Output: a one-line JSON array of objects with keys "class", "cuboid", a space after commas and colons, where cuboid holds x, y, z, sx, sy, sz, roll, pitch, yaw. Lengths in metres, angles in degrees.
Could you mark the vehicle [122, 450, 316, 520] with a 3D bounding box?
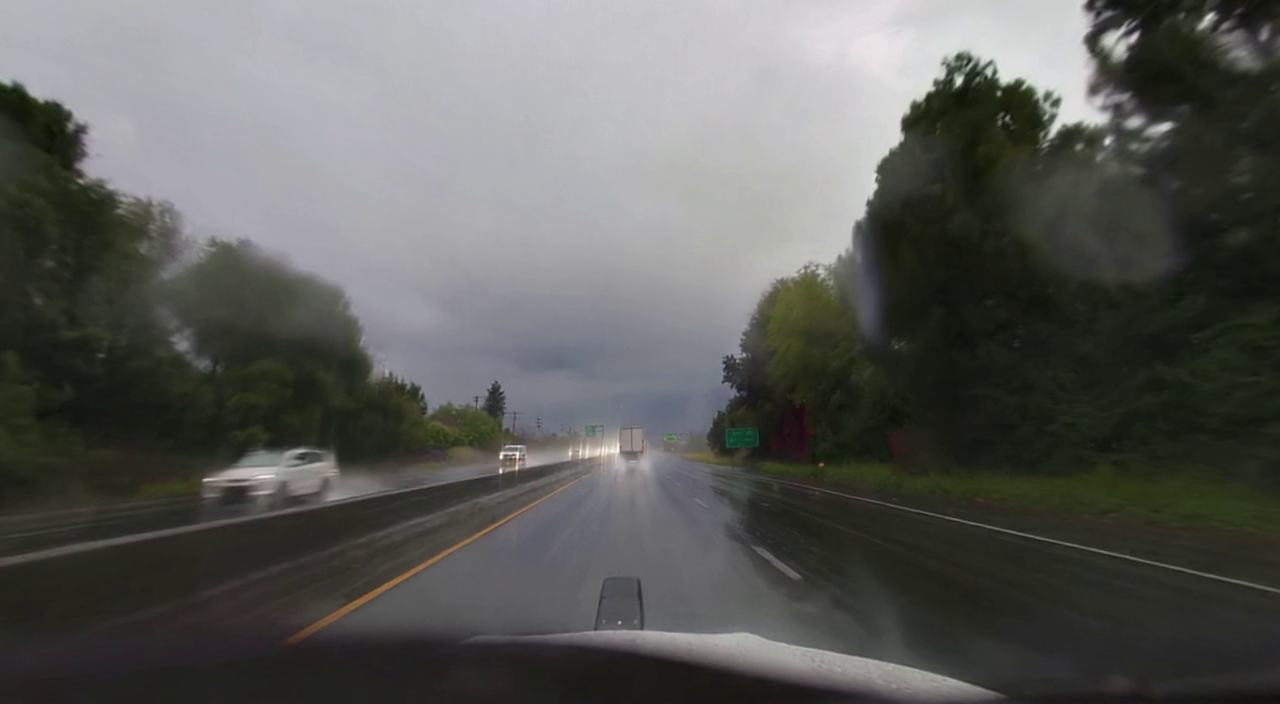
[{"class": "vehicle", "cuboid": [-10.800, 3.393, 16.625, 1.938, 1.555, 4.651, 0, -9, 0]}]
